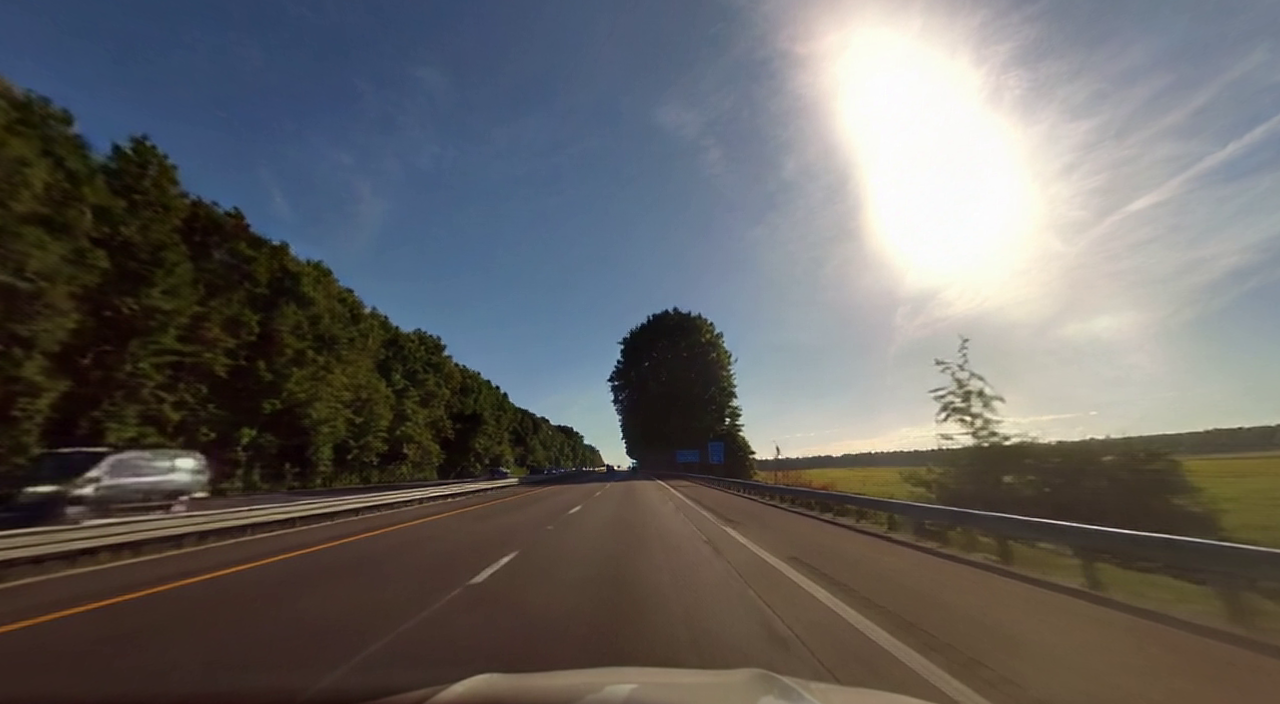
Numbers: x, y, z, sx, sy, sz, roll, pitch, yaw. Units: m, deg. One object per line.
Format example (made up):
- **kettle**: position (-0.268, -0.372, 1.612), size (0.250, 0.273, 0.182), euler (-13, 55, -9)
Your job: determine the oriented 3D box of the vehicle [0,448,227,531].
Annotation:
- **vehicle**: position (-12.749, 3.303, 15.518), size (1.971, 1.687, 4.517), euler (1, -10, 0)
